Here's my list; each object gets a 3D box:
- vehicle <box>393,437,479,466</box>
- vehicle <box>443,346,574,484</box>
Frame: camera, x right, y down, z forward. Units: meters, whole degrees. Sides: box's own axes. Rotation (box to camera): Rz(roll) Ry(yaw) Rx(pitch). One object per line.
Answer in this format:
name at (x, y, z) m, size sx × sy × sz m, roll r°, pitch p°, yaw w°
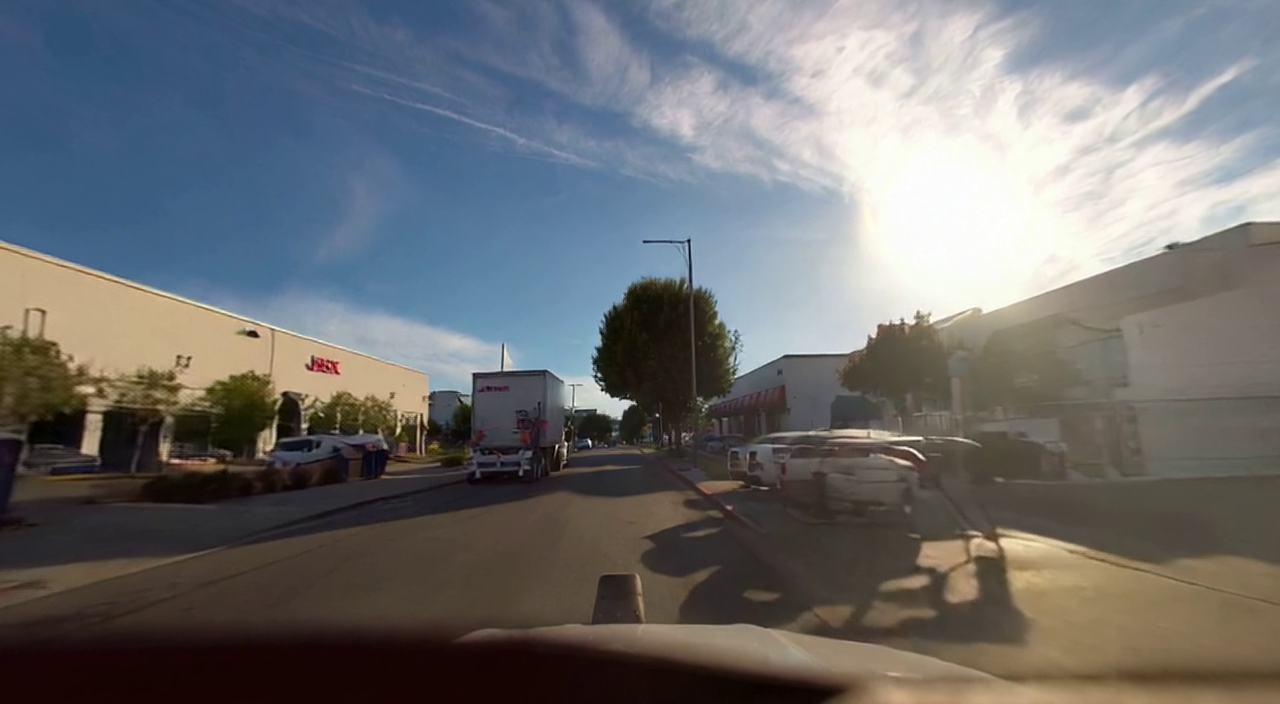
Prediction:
vehicle at (-10.613, 5.202, 32.892) m, size 3.893 × 1.413 × 1.625 m, roll 0°, pitch -9°, yaw -1°
vehicle at (-5.325, 3.064, 29.263) m, size 2.976 × 4.754 × 15.127 m, roll 0°, pitch -7°, yaw 0°
